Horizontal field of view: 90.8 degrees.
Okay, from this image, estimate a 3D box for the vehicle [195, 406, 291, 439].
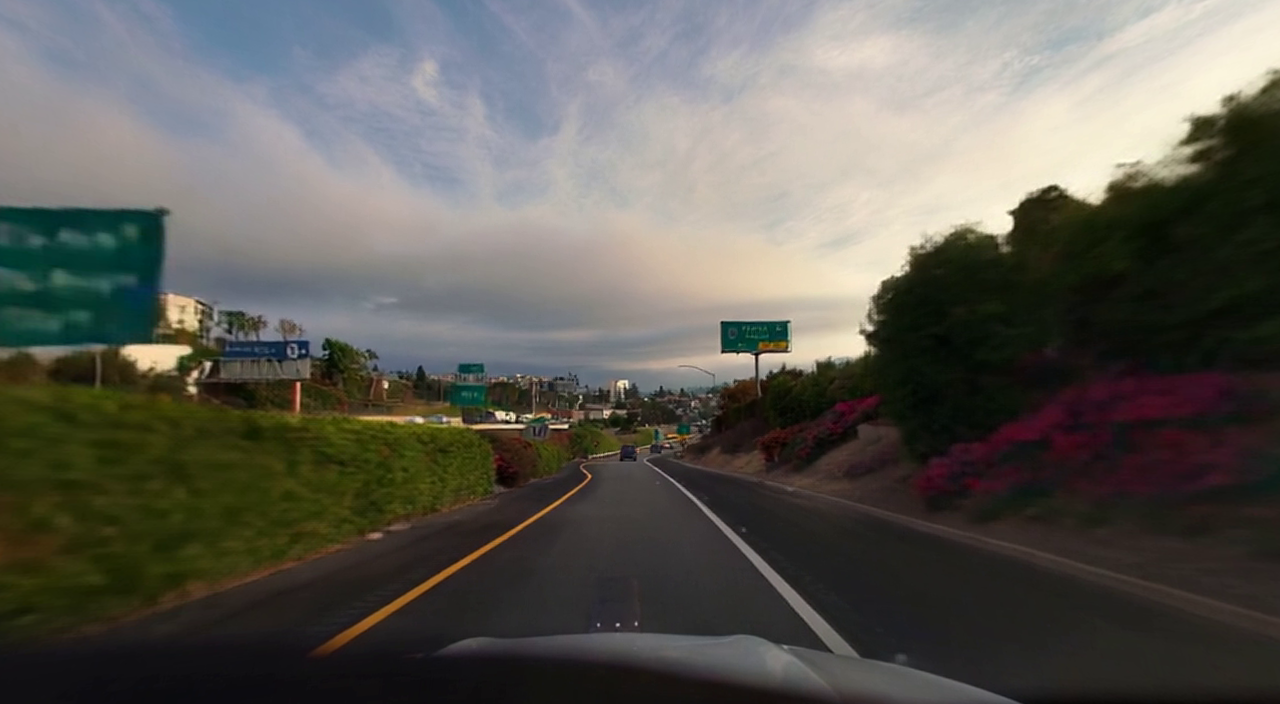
[{"bbox_3d":[-19.966,3.635,32.033,1.931,1.451,4.683,0,-9,-2],"label":"vehicle"}]
